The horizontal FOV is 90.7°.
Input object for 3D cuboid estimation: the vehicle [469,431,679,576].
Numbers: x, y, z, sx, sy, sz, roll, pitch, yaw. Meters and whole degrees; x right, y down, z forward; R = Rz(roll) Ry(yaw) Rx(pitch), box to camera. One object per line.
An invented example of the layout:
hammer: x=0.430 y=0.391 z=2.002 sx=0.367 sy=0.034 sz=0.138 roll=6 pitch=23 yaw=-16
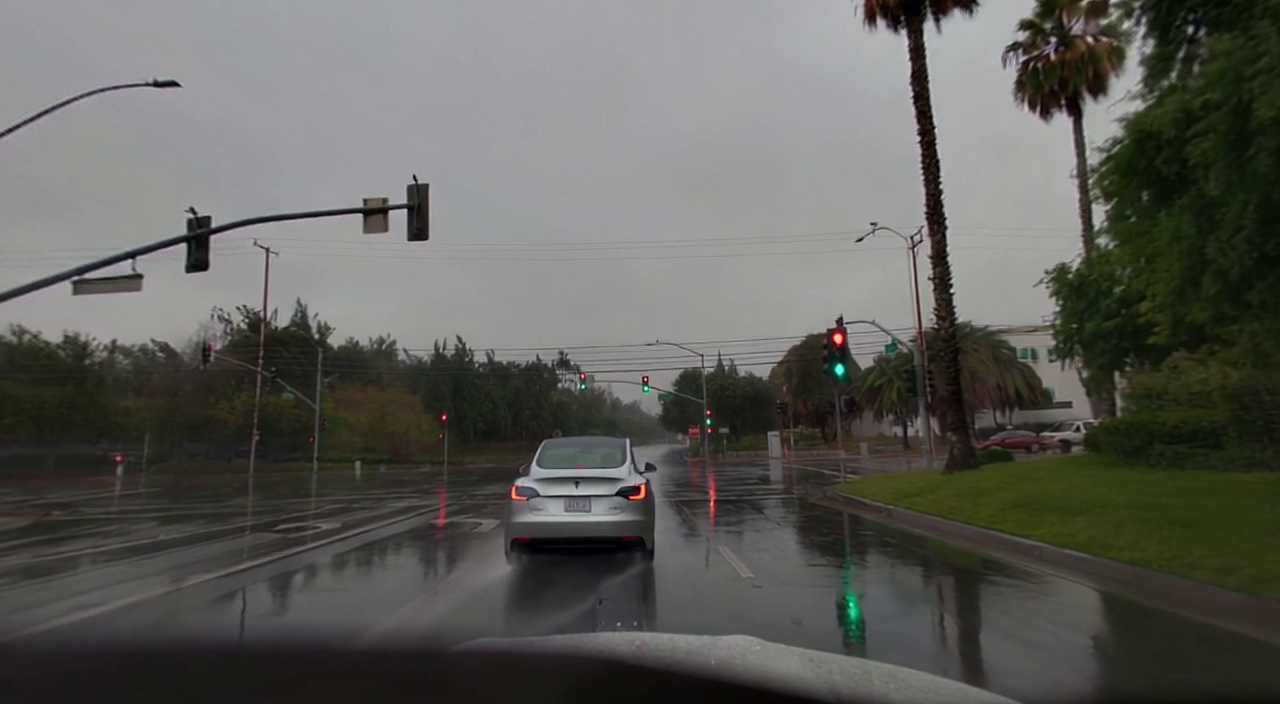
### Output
vehicle: x=-0.723 y=1.884 z=8.719 sx=2.152 sy=1.478 sz=4.229 roll=0 pitch=-8 yaw=-1
